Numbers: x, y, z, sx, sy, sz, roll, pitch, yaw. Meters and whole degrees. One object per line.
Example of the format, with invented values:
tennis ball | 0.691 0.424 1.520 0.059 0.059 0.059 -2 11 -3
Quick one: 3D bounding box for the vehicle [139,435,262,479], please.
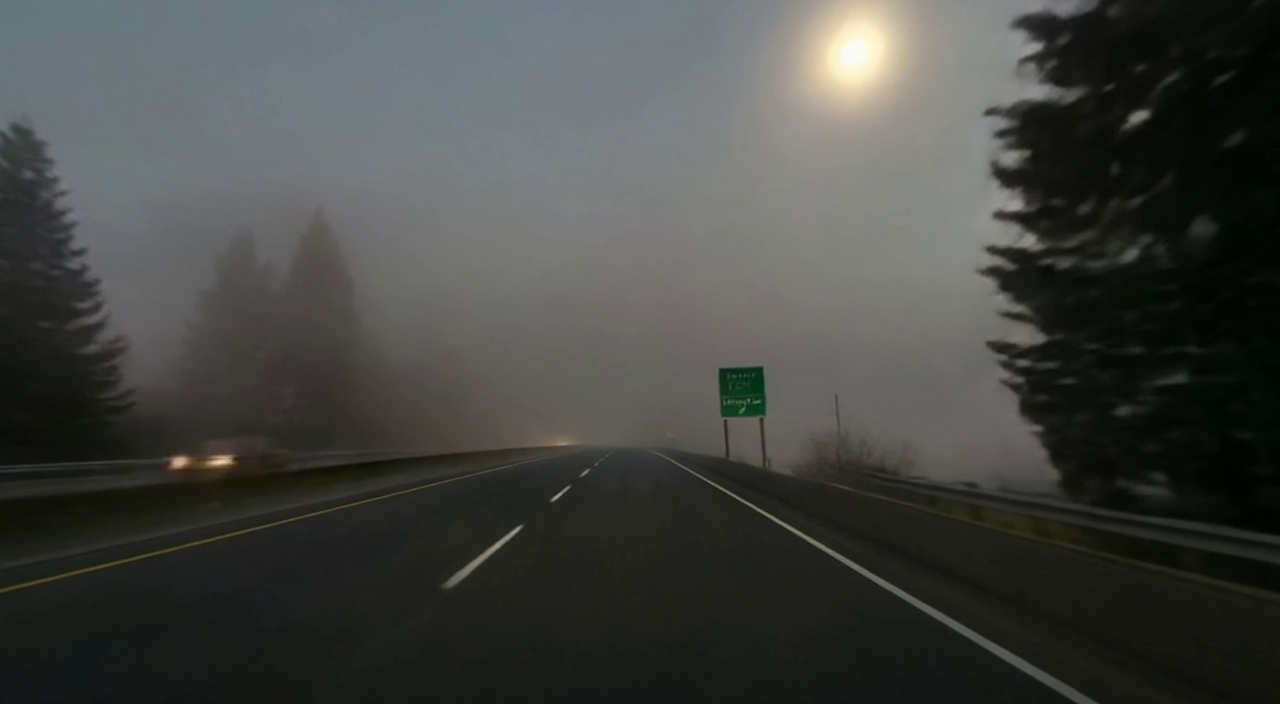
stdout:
vehicle | -16.549 3.931 24.007 1.736 1.495 4.113 0 -8 -1
